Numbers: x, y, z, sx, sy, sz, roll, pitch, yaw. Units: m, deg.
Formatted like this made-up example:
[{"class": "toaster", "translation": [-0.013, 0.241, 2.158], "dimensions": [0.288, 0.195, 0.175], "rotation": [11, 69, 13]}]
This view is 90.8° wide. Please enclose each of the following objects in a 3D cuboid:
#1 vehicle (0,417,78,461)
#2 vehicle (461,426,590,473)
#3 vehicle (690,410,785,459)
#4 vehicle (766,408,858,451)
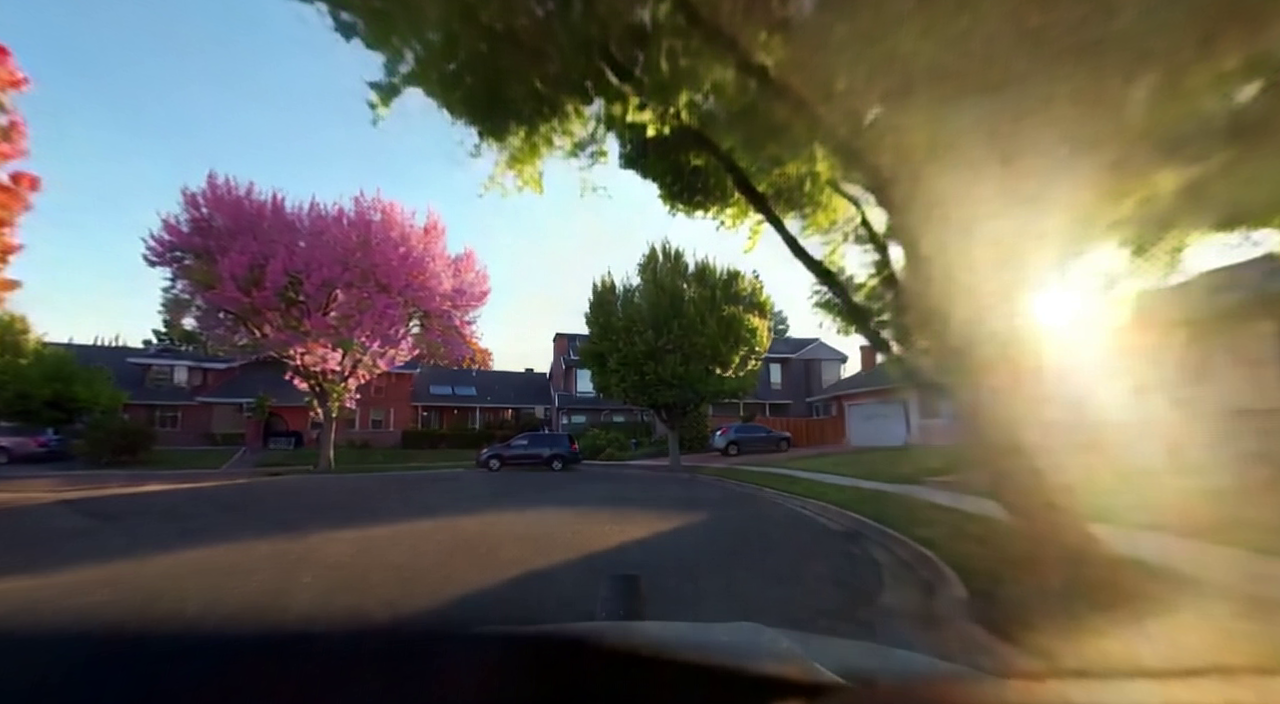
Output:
[{"class": "vehicle", "translation": [-26.780, 3.773, 27.241], "dimensions": [4.237, 1.728, 2.203], "rotation": [-4, -10, 27]}, {"class": "vehicle", "translation": [-4.675, 4.056, 26.239], "dimensions": [4.815, 1.827, 2.147], "rotation": [-1, -9, 10]}, {"class": "vehicle", "translation": [4.614, 3.795, 29.501], "dimensions": [2.310, 1.701, 4.280], "rotation": [-7, -3, 41]}, {"class": "vehicle", "translation": [7.969, 3.627, 29.049], "dimensions": [2.152, 1.773, 4.495], "rotation": [-8, -11, 42]}]
